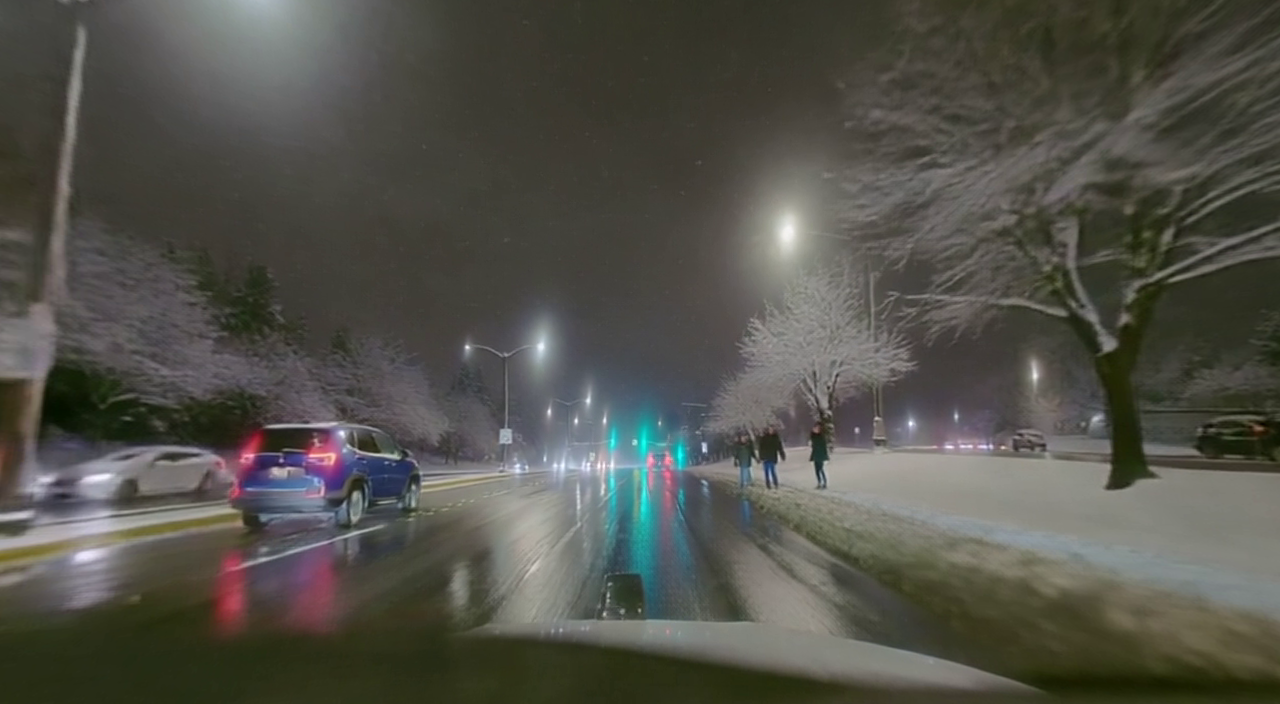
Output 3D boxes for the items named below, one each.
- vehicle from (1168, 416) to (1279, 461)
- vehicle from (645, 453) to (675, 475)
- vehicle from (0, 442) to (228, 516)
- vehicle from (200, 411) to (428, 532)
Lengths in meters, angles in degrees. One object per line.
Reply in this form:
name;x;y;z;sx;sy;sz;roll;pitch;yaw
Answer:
vehicle;22.921;3.308;23.890;2.001;1.558;4.803;-1;-8;6
vehicle;1.424;8.063;45.582;2.091;1.494;3.962;0;-8;0
vehicle;-12.516;2.966;15.349;2.074;1.514;4.545;1;-8;-4
vehicle;-5.914;2.219;12.199;2.027;1.908;4.273;0;-8;1
